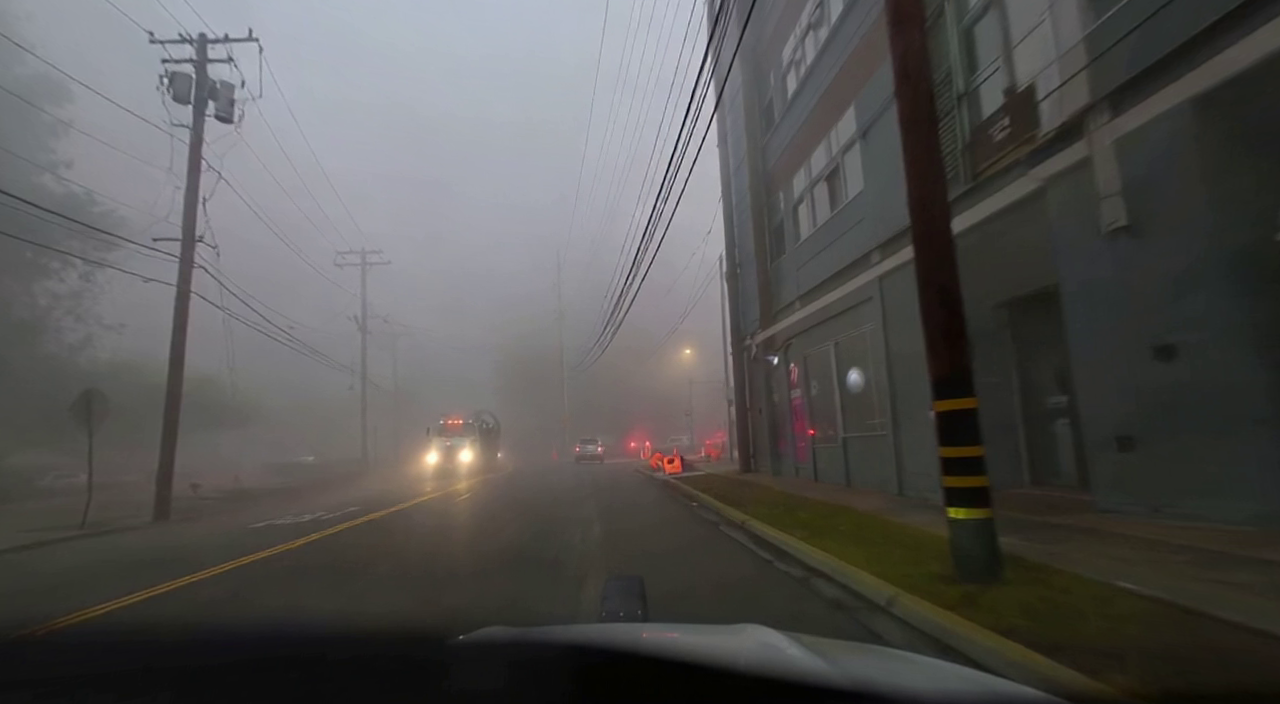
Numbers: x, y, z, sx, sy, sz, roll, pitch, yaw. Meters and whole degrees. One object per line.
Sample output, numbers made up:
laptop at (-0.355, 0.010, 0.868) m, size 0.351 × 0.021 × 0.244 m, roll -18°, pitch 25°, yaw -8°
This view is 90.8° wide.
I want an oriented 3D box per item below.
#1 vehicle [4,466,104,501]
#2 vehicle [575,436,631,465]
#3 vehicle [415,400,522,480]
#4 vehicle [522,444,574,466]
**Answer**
vehicle at (-35.643, 7.993, 38.518) m, size 4.158 × 1.736 × 1.971 m, roll -3°, pitch -7°, yaw 0°
vehicle at (-2.413, 6.694, 43.111) m, size 2.256 × 1.859 × 5.118 m, roll -3°, pitch -8°, yaw 15°
vehicle at (-9.323, 5.032, 36.096) m, size 3.007 × 3.800 × 11.011 m, roll 0°, pitch -8°, yaw 0°
vehicle at (-6.986, 7.862, 48.430) m, size 2.103 × 1.526 × 4.743 m, roll -3°, pitch -8°, yaw 17°
